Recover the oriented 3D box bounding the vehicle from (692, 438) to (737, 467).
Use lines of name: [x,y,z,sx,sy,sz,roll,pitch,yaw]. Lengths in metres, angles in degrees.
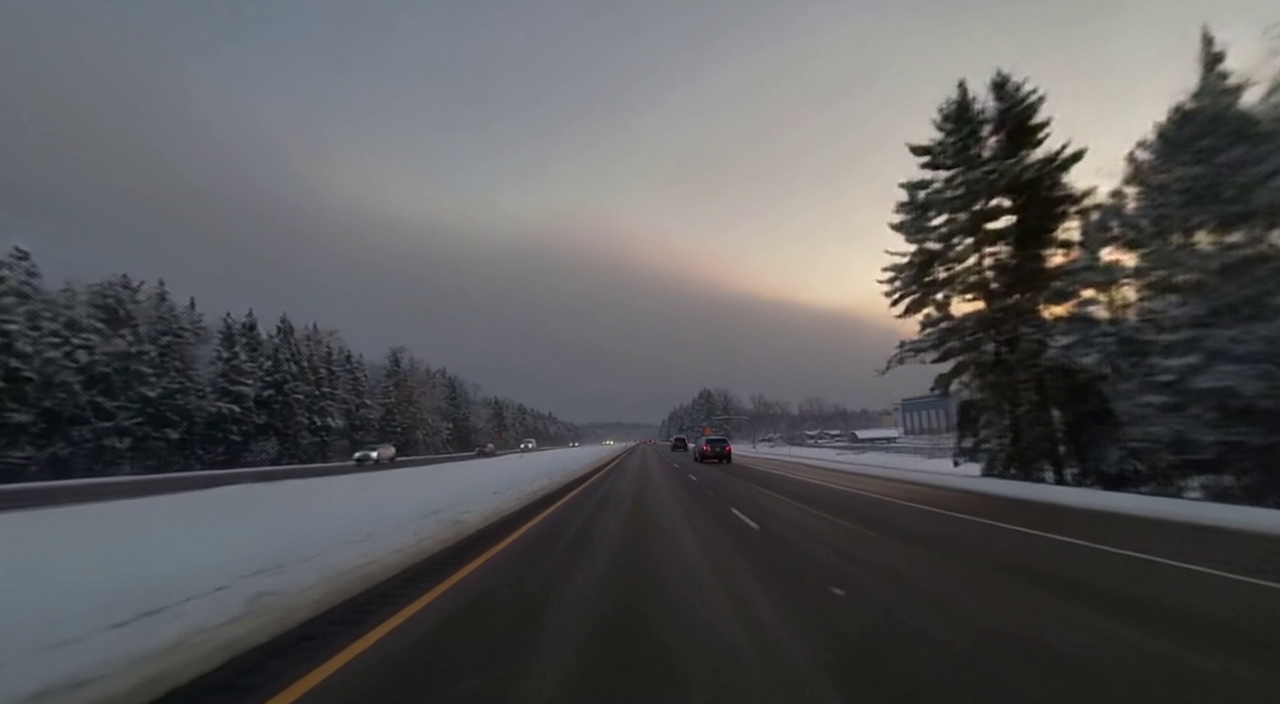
vehicle: [4.183,5.710,36.014,2.062,1.518,4.026,0,-8,-1]
